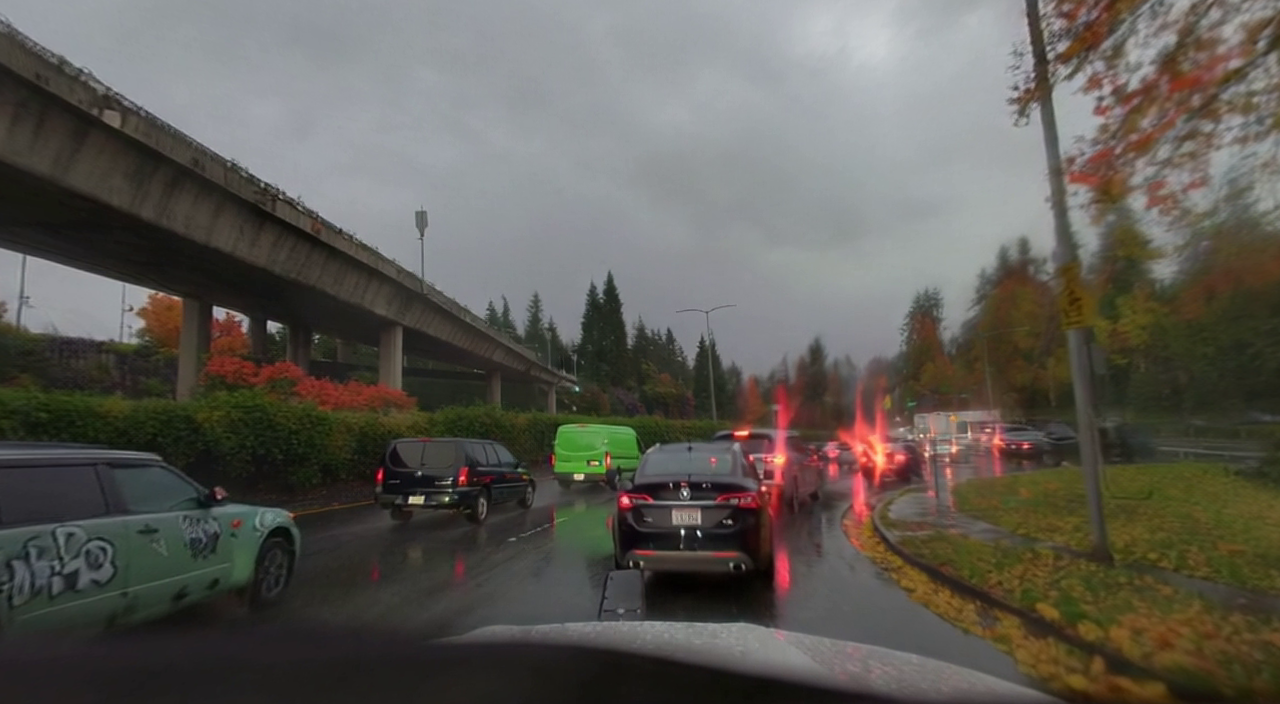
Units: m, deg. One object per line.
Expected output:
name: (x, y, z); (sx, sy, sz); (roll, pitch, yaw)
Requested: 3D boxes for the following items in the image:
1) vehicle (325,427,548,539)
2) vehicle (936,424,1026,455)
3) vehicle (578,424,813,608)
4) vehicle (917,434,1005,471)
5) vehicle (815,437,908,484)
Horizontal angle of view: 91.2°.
vehicle: (-3.235, 2.179, 10.992); (1.921, 1.554, 4.081); (-2, -9, 11)
vehicle: (19.166, 4.937, 35.234); (4.309, 1.613, 1.909); (3, -9, -18)
vehicle: (0.903, 1.695, 7.342); (2.064, 1.515, 3.722); (-3, -9, 15)
vehicle: (14.178, 4.420, 27.629); (3.934, 1.485, 1.763); (6, -11, -36)
vehicle: (7.765, 3.729, 21.783); (1.780, 1.446, 3.902); (-7, -11, 38)
